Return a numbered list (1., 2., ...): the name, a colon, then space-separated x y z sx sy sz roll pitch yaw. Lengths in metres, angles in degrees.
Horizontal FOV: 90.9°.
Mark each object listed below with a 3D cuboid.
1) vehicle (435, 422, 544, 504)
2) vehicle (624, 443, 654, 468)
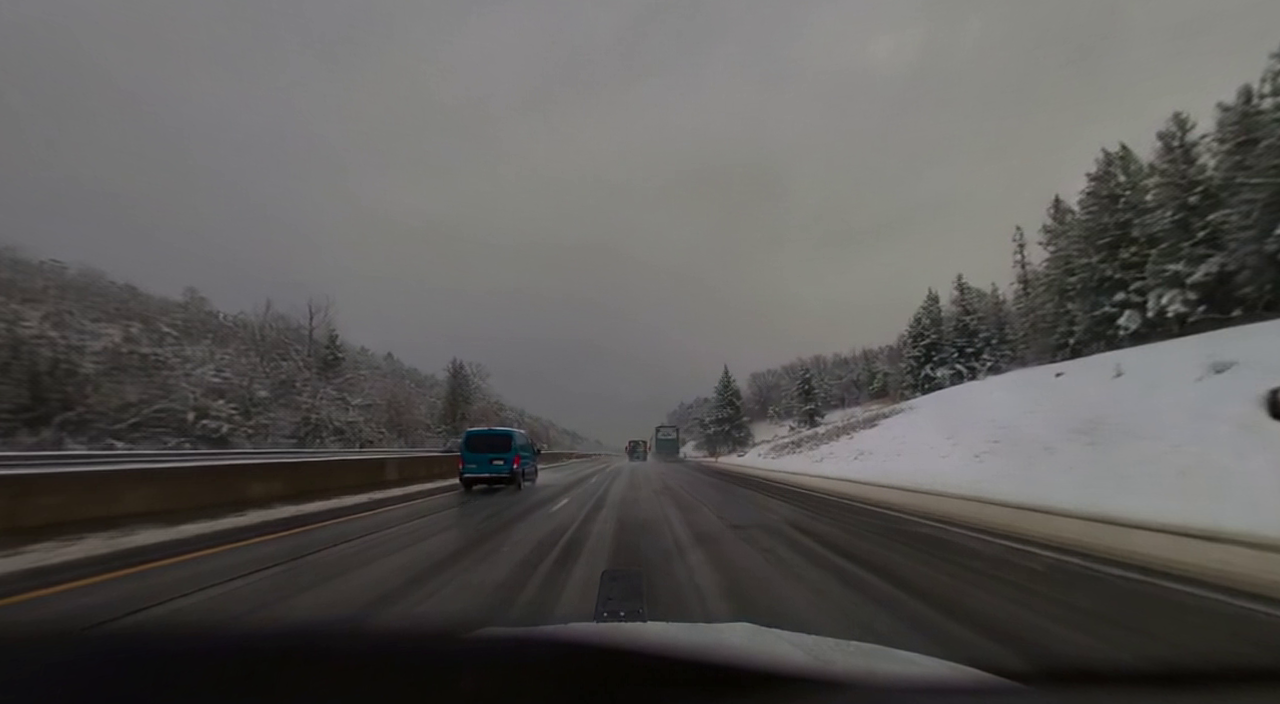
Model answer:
1. vehicle: -4.078 3.110 17.959 1.955 2.004 4.792 0 -9 0
2. vehicle: -0.083 7.771 47.308 2.166 1.747 4.299 0 -9 0
